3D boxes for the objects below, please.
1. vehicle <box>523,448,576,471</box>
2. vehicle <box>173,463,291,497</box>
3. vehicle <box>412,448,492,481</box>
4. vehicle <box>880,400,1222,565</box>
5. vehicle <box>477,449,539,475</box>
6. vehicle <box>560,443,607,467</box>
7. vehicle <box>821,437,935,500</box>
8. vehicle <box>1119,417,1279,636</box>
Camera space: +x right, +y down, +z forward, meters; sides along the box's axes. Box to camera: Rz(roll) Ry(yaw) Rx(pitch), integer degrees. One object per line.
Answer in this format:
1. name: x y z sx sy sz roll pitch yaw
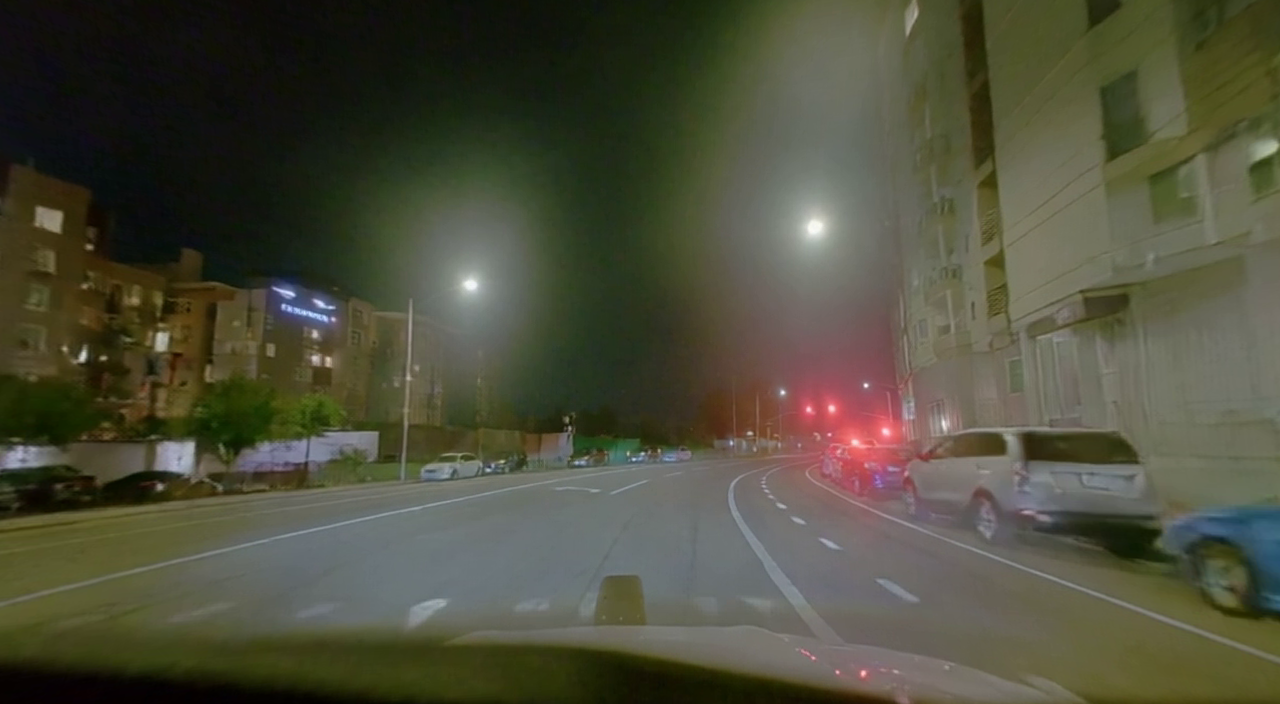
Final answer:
1. vehicle: -6.215 7.422 44.020 1.811 1.459 4.702 -3 -9 17
2. vehicle: -18.837 5.901 29.253 4.178 1.407 2.012 -1 -9 8
3. vehicle: -9.389 5.630 31.956 1.882 1.508 4.476 -2 -9 13
4. vehicle: 5.558 1.828 9.683 2.041 1.811 5.168 -1 -8 4
5. vehicle: -7.906 6.617 38.338 1.841 1.444 4.554 -2 -9 15
6. vehicle: -4.306 7.946 48.978 1.933 1.759 5.002 -3 -9 16
7. vehicle: 6.421 3.172 17.674 1.977 1.497 4.680 -1 -8 8
8. vehicle: 5.446 1.111 3.607 1.879 1.542 4.693 0 -8 3
